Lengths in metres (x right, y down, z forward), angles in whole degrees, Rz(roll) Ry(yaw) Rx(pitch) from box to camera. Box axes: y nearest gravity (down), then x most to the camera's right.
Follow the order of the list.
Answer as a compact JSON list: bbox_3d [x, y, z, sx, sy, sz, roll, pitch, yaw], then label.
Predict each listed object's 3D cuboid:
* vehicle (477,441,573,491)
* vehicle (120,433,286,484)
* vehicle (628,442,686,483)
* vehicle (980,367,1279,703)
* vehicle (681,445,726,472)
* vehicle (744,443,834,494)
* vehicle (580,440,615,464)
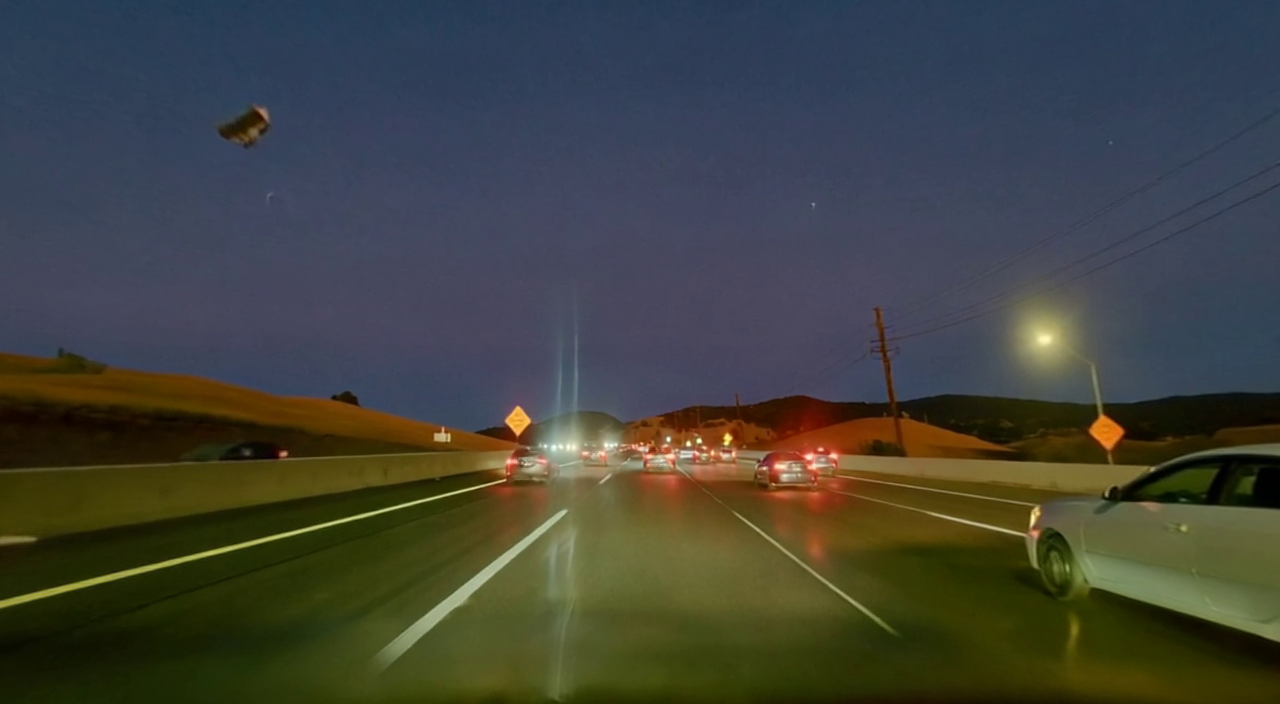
[{"bbox_3d":[-3.604,3.644,20.610,2.232,1.438,4.163,-1,-8,2],"label":"vehicle"},{"bbox_3d":[-14.193,3.484,20.907,2.252,1.507,4.433,0,-8,1],"label":"vehicle"},{"bbox_3d":[0.667,4.427,25.571,2.138,1.473,4.392,0,-8,1],"label":"vehicle"},{"bbox_3d":[3.853,0.915,2.873,2.018,1.670,4.658,0,-8,1],"label":"vehicle"},{"bbox_3d":[3.621,6.173,36.787,2.177,1.453,4.205,0,-8,0],"label":"vehicle"},{"bbox_3d":[4.755,3.753,20.766,1.867,1.465,4.093,0,-8,-2],"label":"vehicle"},{"bbox_3d":[-3.117,7.486,47.264,2.234,1.675,4.527,-1,-8,2],"label":"vehicle"}]
